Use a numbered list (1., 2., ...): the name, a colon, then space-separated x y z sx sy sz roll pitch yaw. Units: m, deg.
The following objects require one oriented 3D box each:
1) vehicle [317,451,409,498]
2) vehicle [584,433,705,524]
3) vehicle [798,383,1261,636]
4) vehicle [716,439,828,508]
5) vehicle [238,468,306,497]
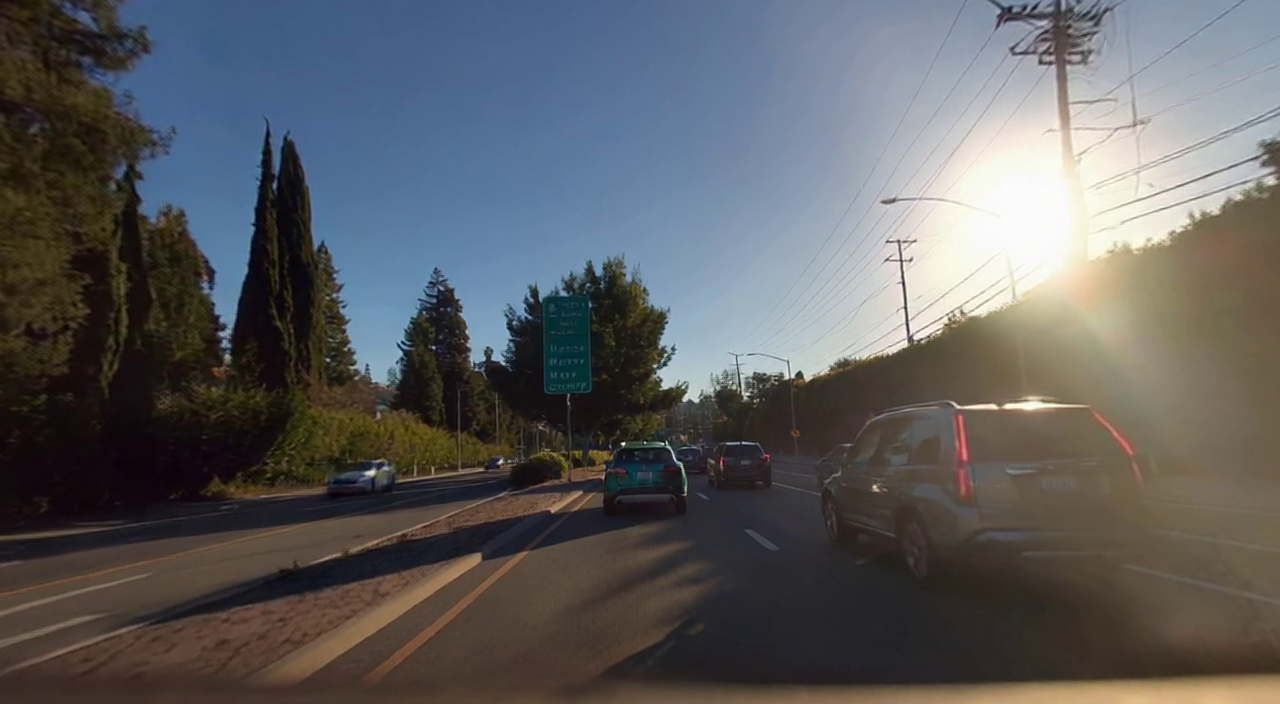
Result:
1. vehicle: -12.721 5.631 29.450 2.107 1.931 5.015 0 -8 -2
2. vehicle: 0.062 2.617 13.643 2.199 1.641 4.232 0 -8 -1
3. vehicle: 3.399 1.469 6.941 2.097 1.818 4.625 0 -8 0
4. vehicle: 3.330 3.132 16.810 2.064 1.591 4.081 0 -8 0
5. vehicle: -22.617 8.017 38.993 1.847 1.554 3.926 0 -8 -1
